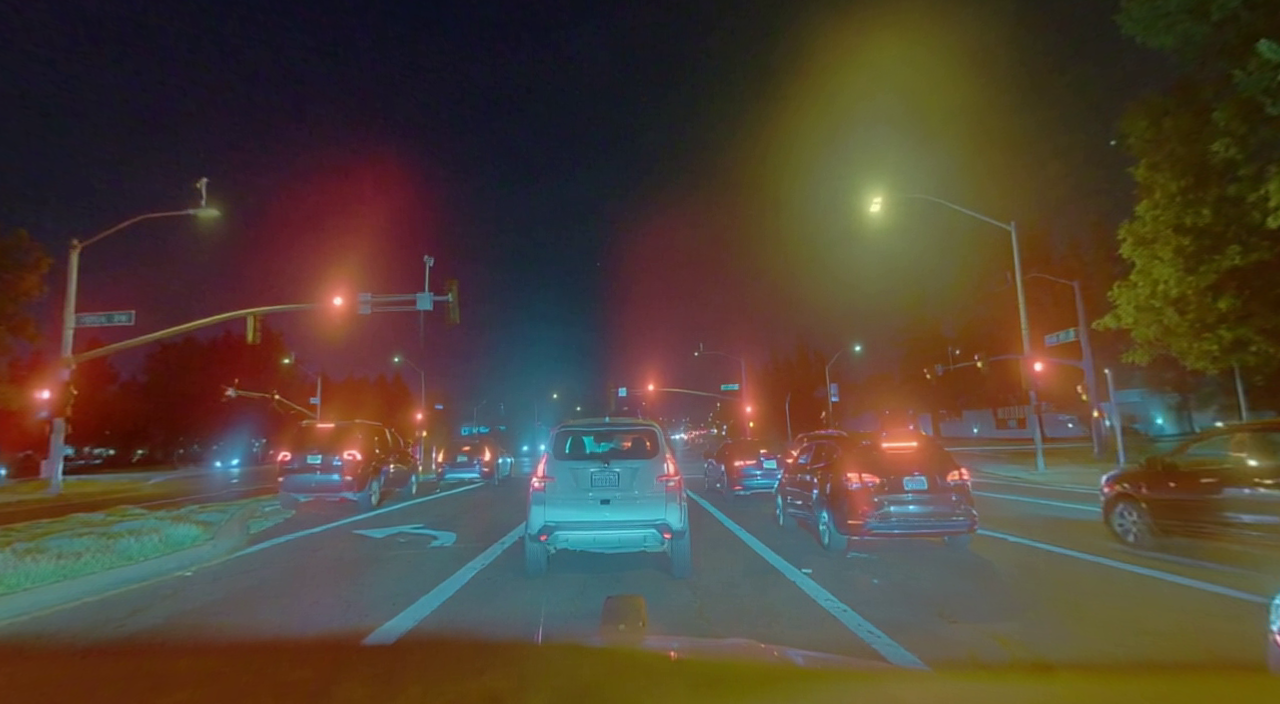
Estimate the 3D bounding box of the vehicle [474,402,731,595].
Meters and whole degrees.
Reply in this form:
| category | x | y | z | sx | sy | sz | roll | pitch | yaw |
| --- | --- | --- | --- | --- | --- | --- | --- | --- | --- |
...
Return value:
| category | x | y | z | sx | sy | sz | roll | pitch | yaw |
| --- | --- | --- | --- | --- | --- | --- | --- | --- | --- |
| vehicle | -0.320 | 1.593 | 7.639 | 2.256 | 1.694 | 4.055 | 0 | -8 | 0 |

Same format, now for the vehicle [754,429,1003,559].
| category | x | y | z | sx | sy | sz | roll | pitch | yaw |
| --- | --- | --- | --- | --- | --- | --- | --- | --- | --- |
| vehicle | 3.153 | 1.973 | 9.511 | 1.971 | 1.473 | 4.495 | 0 | -8 | 0 |

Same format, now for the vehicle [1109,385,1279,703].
| category | x | y | z | sx | sy | sz | roll | pitch | yaw |
| --- | --- | --- | --- | --- | --- | --- | --- | --- | --- |
| vehicle | 3.307 | 0.674 | 0.850 | 1.980 | 1.515 | 4.362 | 0 | -8 | 1 |

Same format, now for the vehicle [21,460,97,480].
| category | x | y | z | sx | sy | sz | roll | pitch | yaw |
| --- | --- | --- | --- | --- | --- | --- | --- | --- | --- |
| vehicle | -45.691 | 9.271 | 49.394 | 4.232 | 1.498 | 1.791 | 0 | -9 | 1 |

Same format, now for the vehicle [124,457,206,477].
| category | x | y | z | sx | sy | sz | roll | pitch | yaw |
| --- | --- | --- | --- | --- | --- | --- | --- | --- | --- |
| vehicle | -37.347 | 9.055 | 49.468 | 4.914 | 1.487 | 1.850 | 0 | -8 | 0 |

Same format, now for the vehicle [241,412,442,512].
| category | x | y | z | sx | sy | sz | roll | pitch | yaw |
| --- | --- | --- | --- | --- | --- | --- | --- | --- | --- |
| vehicle | -6.721 | 2.557 | 15.005 | 2.214 | 1.953 | 5.017 | 0 | -8 | 1 |
